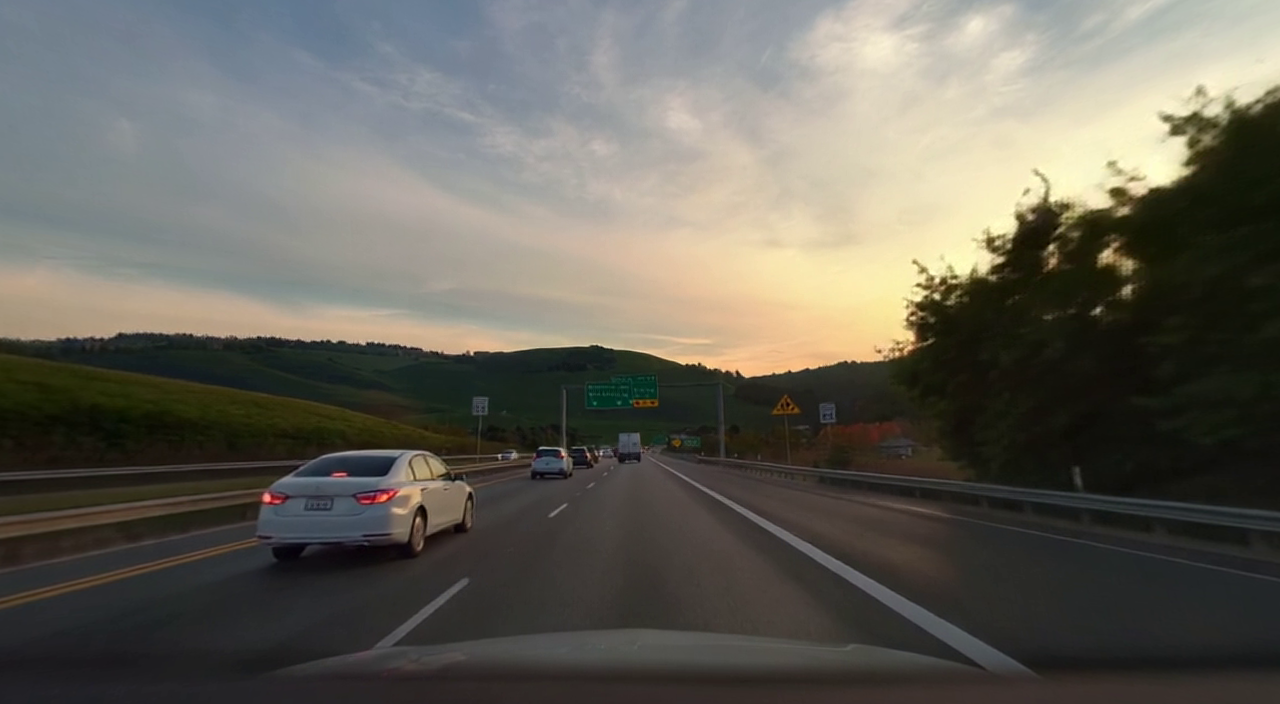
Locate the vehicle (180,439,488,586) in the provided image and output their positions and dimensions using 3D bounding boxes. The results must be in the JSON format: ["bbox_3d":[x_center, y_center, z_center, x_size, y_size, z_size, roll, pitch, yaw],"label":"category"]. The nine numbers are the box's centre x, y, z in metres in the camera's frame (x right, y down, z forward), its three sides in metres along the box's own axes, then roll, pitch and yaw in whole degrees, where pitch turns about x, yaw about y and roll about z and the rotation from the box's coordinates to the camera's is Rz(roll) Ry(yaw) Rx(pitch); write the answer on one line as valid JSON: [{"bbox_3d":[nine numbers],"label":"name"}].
[{"bbox_3d":[-3.596,1.960,8.598,1.988,1.440,4.504,0,-9,-1],"label":"vehicle"}]

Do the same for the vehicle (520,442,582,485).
[{"bbox_3d":[-3.799,4.820,27.570,2.073,1.694,4.162,0,-9,0],"label":"vehicle"}]
